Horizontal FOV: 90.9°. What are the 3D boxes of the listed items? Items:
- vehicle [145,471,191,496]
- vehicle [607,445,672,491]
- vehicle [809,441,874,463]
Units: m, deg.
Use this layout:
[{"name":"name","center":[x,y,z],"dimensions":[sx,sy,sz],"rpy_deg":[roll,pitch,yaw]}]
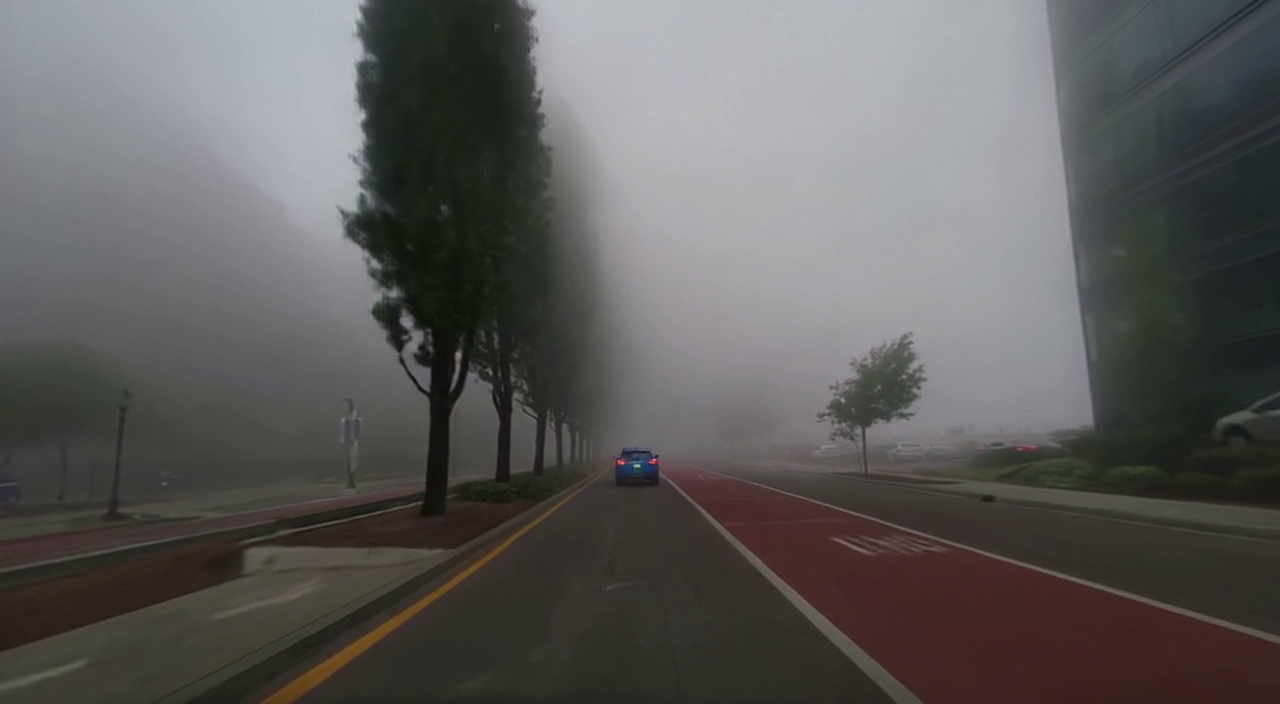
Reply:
[{"name":"vehicle","center":[-32.458,9.019,43.282],"dimensions":[1.970,1.476,3.940],"rpy_deg":[8,-12,-42]},{"name":"vehicle","center":[-0.095,3.994,22.078],"dimensions":[2.063,1.442,4.135],"rpy_deg":[0,-9,-2]},{"name":"vehicle","center":[14.373,7.130,45.051],"dimensions":[4.003,1.476,1.884],"rpy_deg":[-2,-8,2]}]
